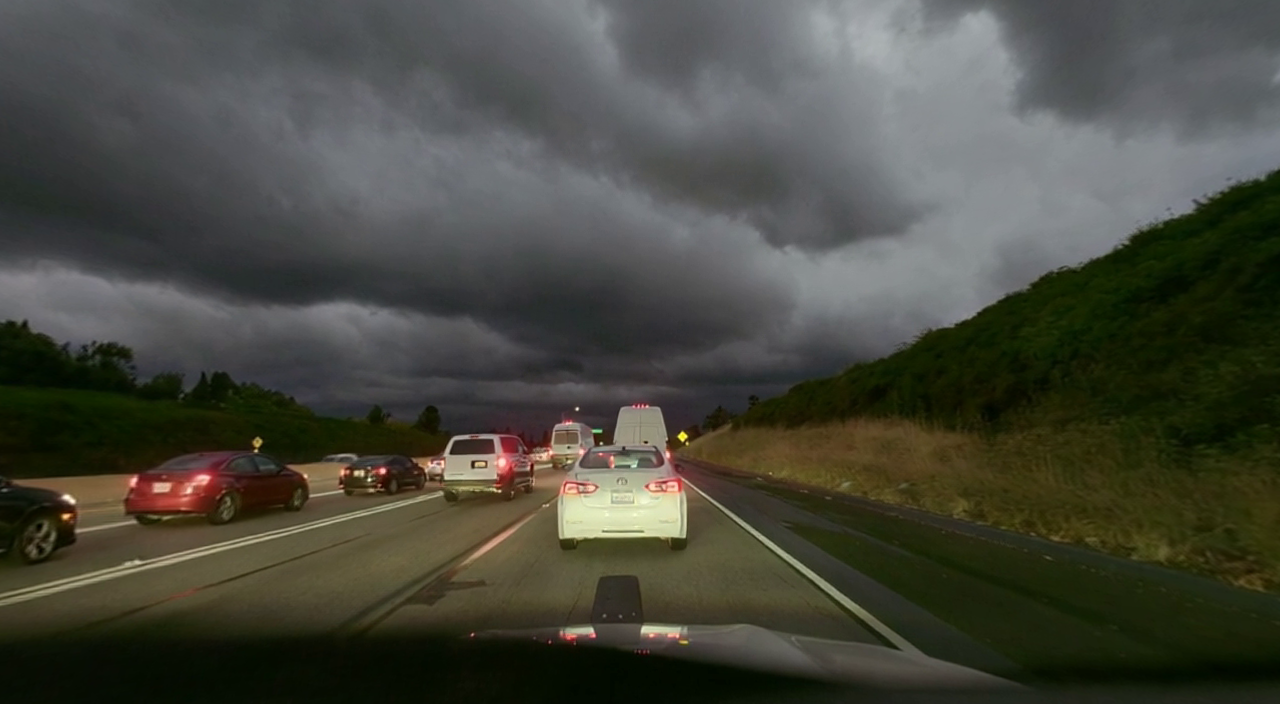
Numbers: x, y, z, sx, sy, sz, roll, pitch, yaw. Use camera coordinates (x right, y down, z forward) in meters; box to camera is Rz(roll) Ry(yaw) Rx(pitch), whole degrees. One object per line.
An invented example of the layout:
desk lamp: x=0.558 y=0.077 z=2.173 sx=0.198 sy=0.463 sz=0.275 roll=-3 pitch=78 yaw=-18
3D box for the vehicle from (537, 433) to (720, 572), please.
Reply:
vehicle: x=-0.144 y=1.918 z=8.671 sx=1.995 sy=1.495 sz=3.380 roll=0 pitch=-9 yaw=-1

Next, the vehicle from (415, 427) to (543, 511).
vehicle: x=-4.089 y=3.073 z=16.947 sx=2.055 sy=1.913 sz=4.584 roll=-1 pitch=-9 yaw=2

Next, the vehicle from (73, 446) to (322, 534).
vehicle: x=-8.705 y=2.711 z=13.044 sx=1.884 sy=1.484 sz=4.389 roll=-1 pitch=-9 yaw=1

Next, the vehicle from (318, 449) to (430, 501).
vehicle: x=-8.388 y=3.883 z=20.284 sx=1.826 sy=1.465 sz=3.916 roll=-1 pitch=-9 yaw=1
